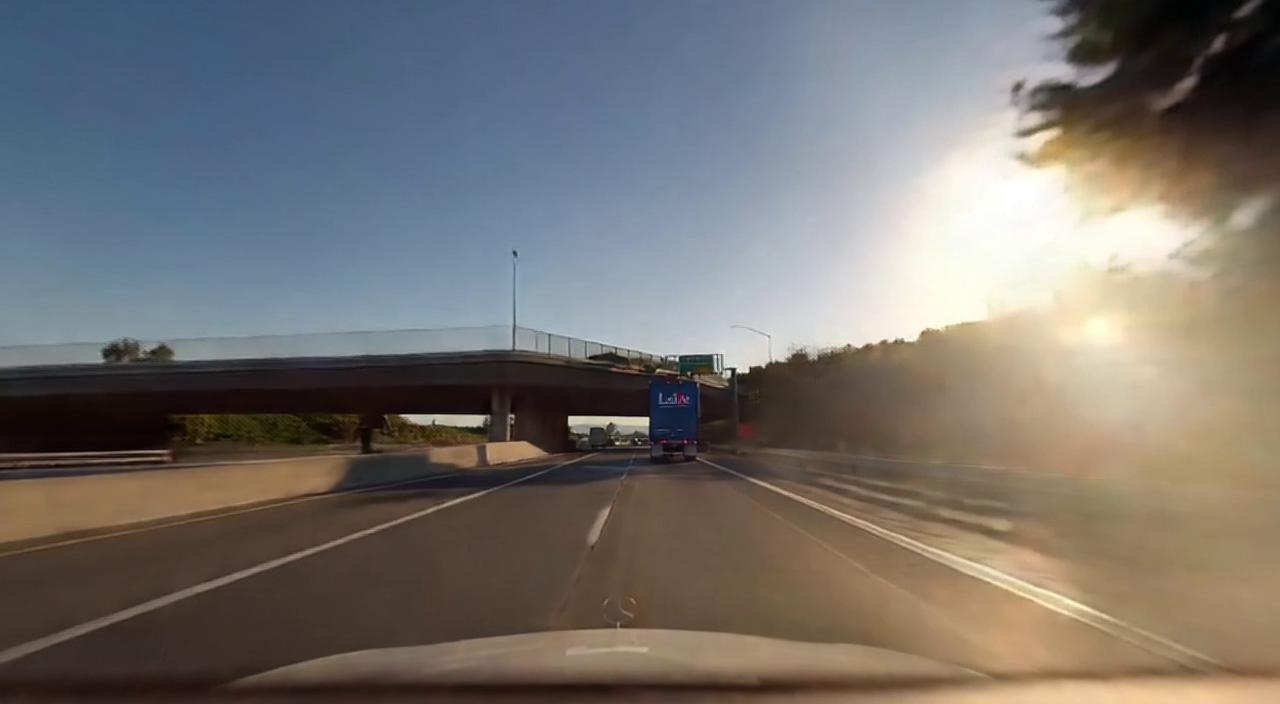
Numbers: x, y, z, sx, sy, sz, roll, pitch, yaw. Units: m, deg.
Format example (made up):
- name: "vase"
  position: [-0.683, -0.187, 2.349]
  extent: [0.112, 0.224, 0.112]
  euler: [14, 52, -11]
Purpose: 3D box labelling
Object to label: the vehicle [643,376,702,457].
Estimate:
- name: "vehicle"
  position: [1.796, 4.331, 40.090]
  extent: [3.034, 4.194, 14.704]
  euler: [0, -8, 1]
